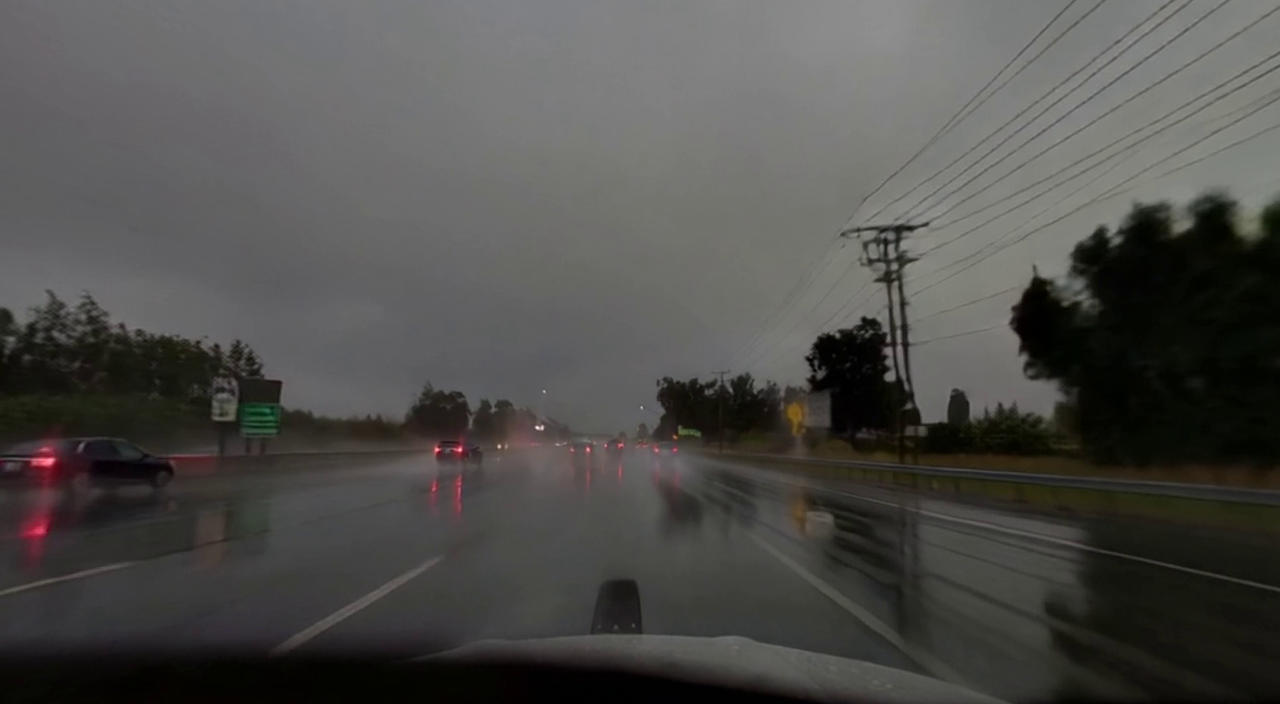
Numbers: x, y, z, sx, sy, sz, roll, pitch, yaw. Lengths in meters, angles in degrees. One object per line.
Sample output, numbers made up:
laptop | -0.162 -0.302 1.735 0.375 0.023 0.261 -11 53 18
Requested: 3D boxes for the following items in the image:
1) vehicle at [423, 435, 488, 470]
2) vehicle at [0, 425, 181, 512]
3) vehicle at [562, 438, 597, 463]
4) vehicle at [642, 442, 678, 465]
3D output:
vehicle | -10.246 5.623 35.533 2.115 1.799 5.444 0 -9 -1
vehicle | -13.915 2.681 14.970 2.257 1.727 5.036 0 -9 0
vehicle | -4.223 7.036 45.020 2.121 1.673 4.443 0 -9 -1
vehicle | 1.270 6.733 42.004 2.015 1.391 3.897 1 -9 -4
